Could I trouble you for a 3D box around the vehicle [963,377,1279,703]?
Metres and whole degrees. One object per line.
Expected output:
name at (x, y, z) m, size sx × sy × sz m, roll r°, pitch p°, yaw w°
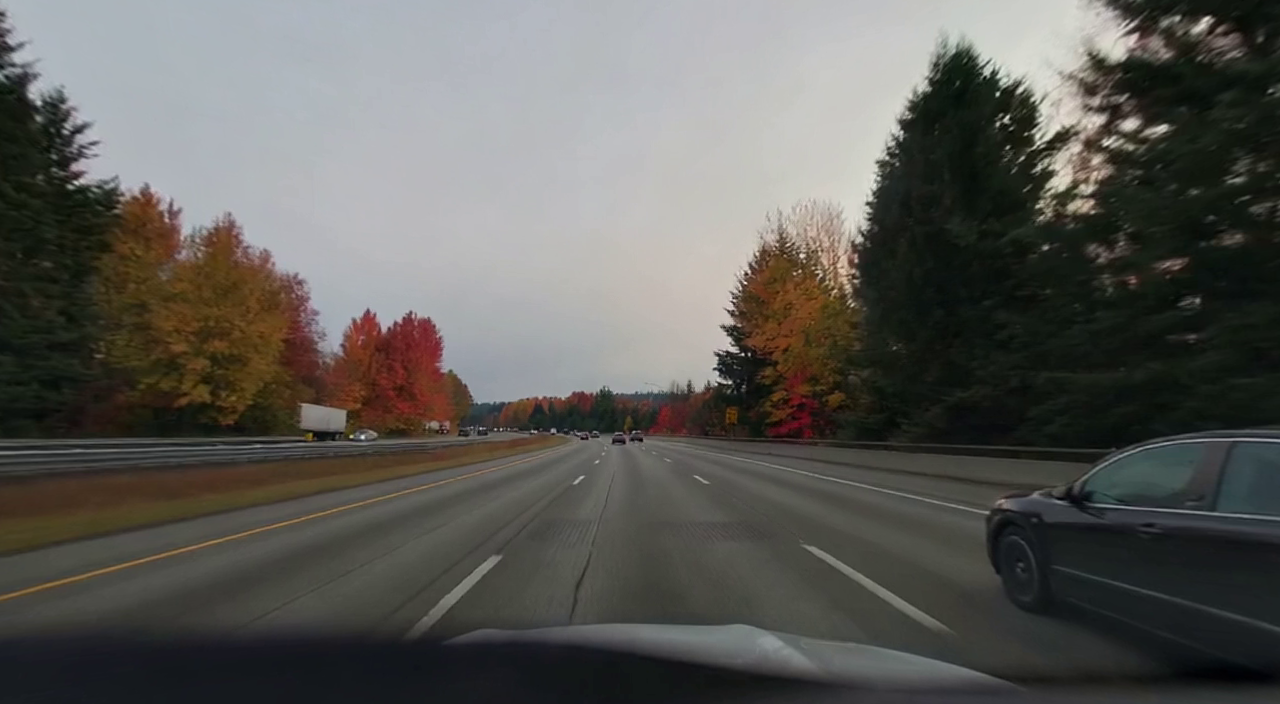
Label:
vehicle at (3.663, 0.928, 2.804) m, size 2.123 × 1.577 × 4.299 m, roll 0°, pitch -8°, yaw 0°
